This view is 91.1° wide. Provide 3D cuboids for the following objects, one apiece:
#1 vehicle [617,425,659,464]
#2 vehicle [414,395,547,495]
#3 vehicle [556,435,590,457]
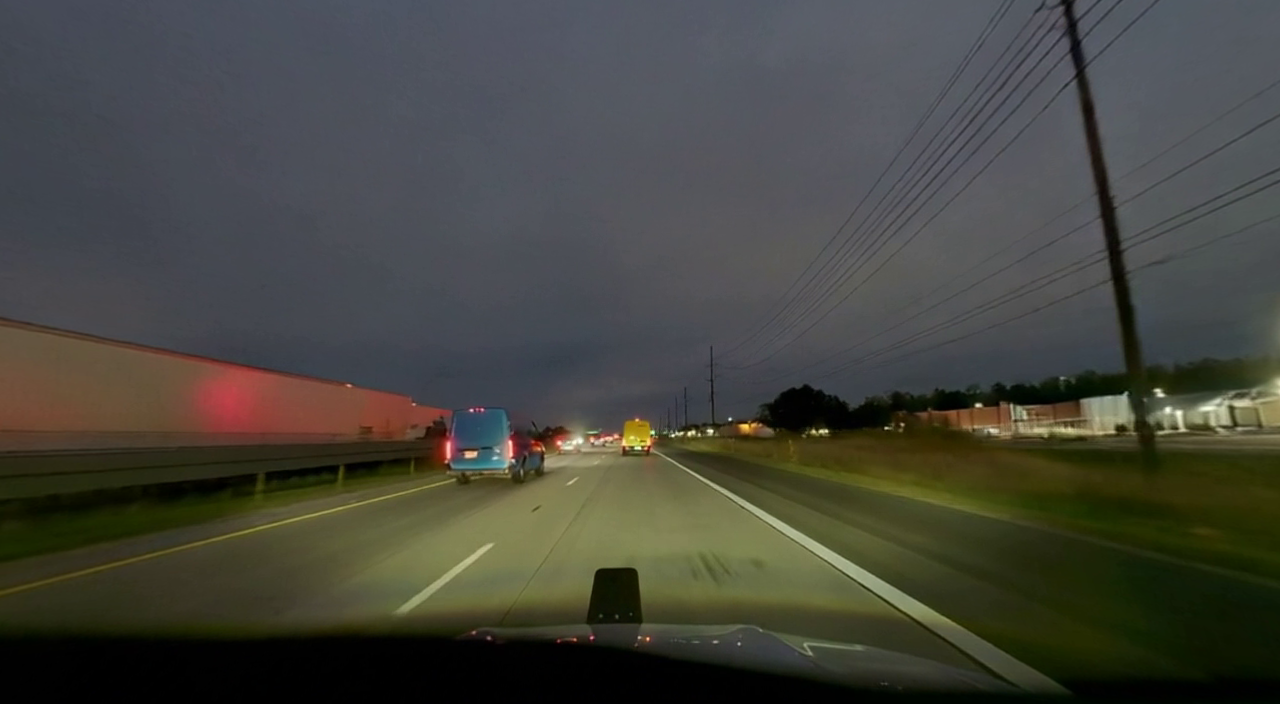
[{"bbox_3d":[-0.167,5.144,35.062,2.213,1.997,4.456,0,-8,-1],"label":"vehicle"},{"bbox_3d":[-4.303,2.642,18.219,2.388,2.410,5.787,0,-8,-1],"label":"vehicle"},{"bbox_3d":[-4.834,6.832,45.945,2.058,1.557,4.125,0,-8,-1],"label":"vehicle"}]
